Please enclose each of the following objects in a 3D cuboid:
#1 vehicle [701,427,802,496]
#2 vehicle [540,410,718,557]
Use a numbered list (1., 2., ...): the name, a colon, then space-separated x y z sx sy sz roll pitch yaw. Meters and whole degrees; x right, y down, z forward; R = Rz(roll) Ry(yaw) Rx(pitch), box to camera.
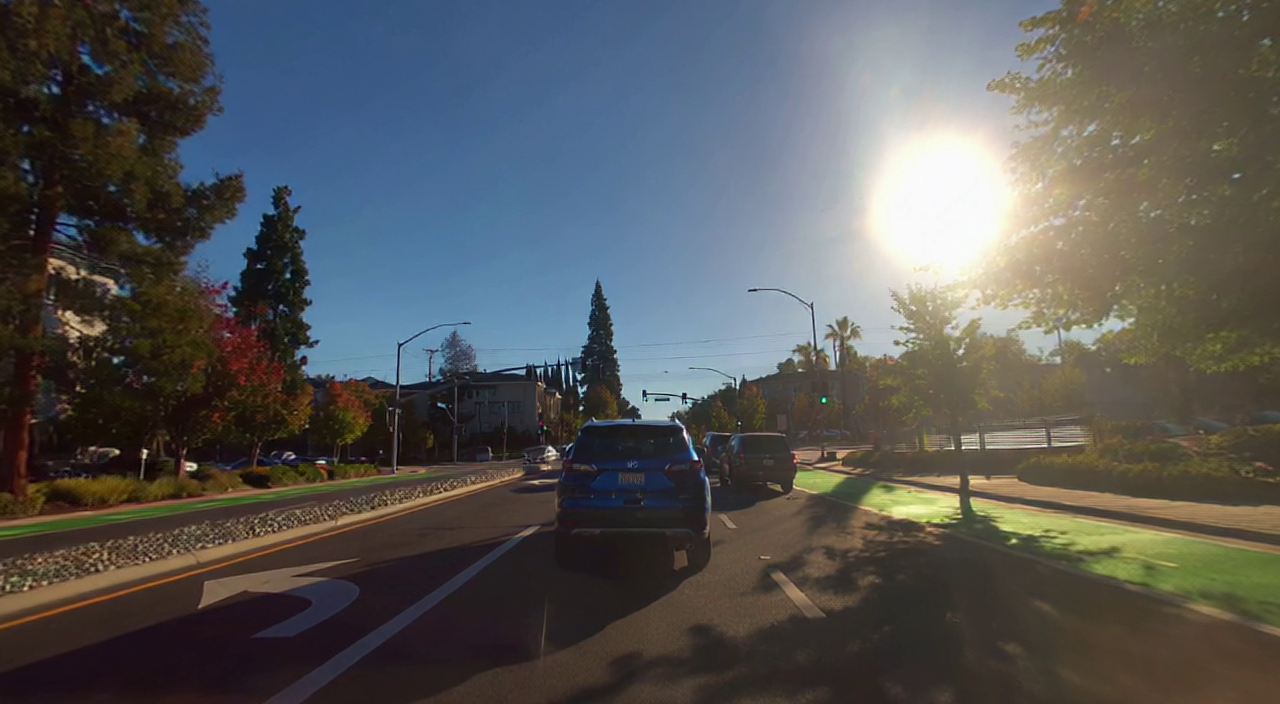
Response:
1. vehicle: 3.187 3.237 19.064 2.189 1.815 4.495 0 -8 0
2. vehicle: -0.110 1.857 9.548 2.109 1.730 3.963 0 -8 1
